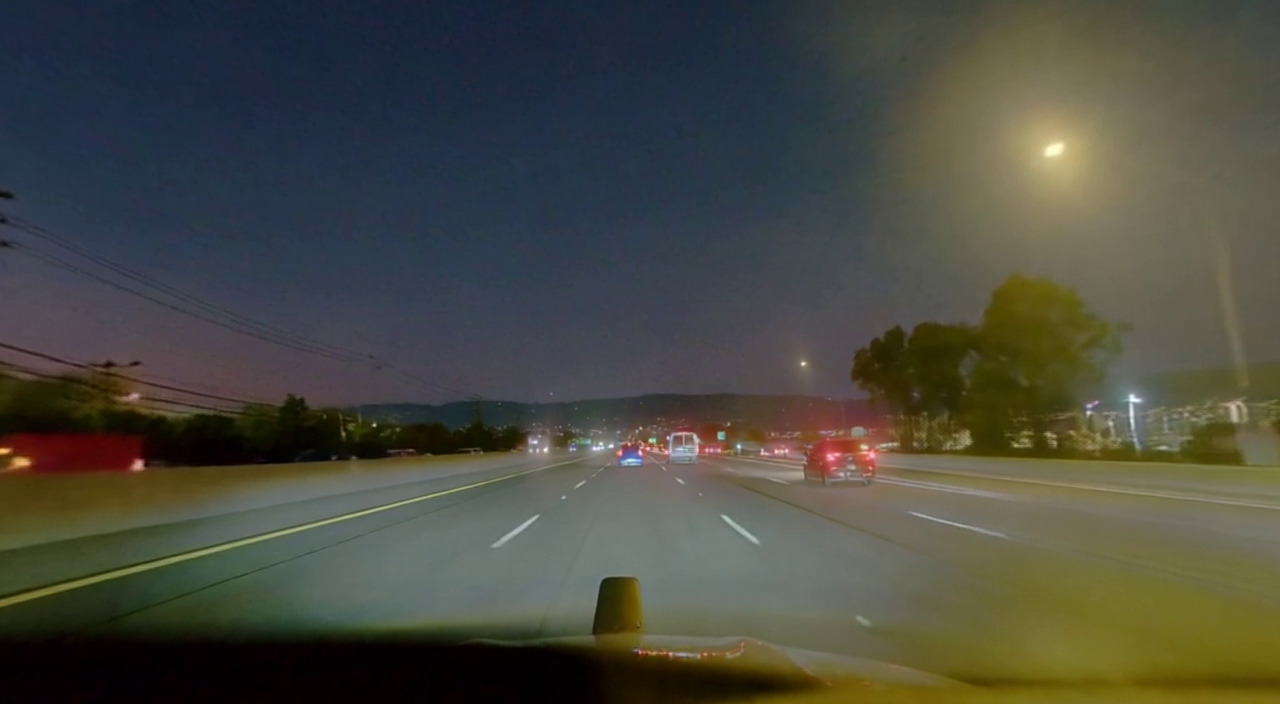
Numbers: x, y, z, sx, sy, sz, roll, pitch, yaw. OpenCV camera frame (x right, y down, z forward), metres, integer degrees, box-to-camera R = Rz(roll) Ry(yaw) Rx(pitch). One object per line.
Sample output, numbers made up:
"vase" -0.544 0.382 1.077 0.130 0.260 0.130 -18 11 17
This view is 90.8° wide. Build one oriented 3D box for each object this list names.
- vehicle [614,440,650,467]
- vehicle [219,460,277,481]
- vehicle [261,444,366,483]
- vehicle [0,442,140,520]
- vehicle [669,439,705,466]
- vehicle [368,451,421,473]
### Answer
"vehicle" -0.550 6.788 42.362 2.325 1.712 4.592 0 -9 -1
"vehicle" -28.962 8.726 46.842 1.823 1.421 4.037 1 -9 -2
"vehicle" -13.899 4.753 27.279 2.147 1.528 4.437 0 -9 0
"vehicle" -21.626 4.372 21.807 2.812 2.426 7.221 0 -9 0
"vehicle" 3.233 7.026 44.294 2.036 1.796 4.470 0 -9 -2
"vehicle" -17.514 7.849 45.310 1.903 1.482 4.623 0 -9 0
